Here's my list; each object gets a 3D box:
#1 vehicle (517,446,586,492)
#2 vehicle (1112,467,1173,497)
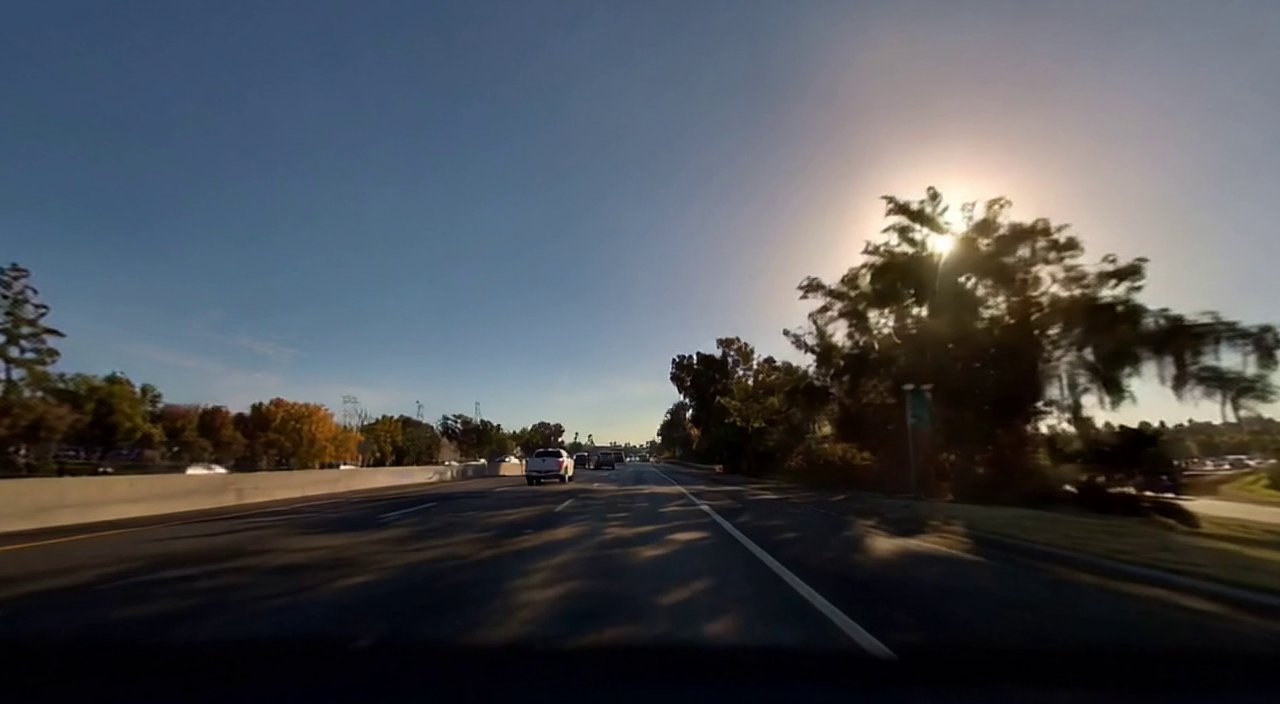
[{"bbox_3d":[-3.613,4.879,26.683,2.162,1.747,4.791,0,-9,1],"label":"vehicle"},{"bbox_3d":[34.088,8.779,42.850,2.136,1.776,4.825,-4,-10,26],"label":"vehicle"}]
